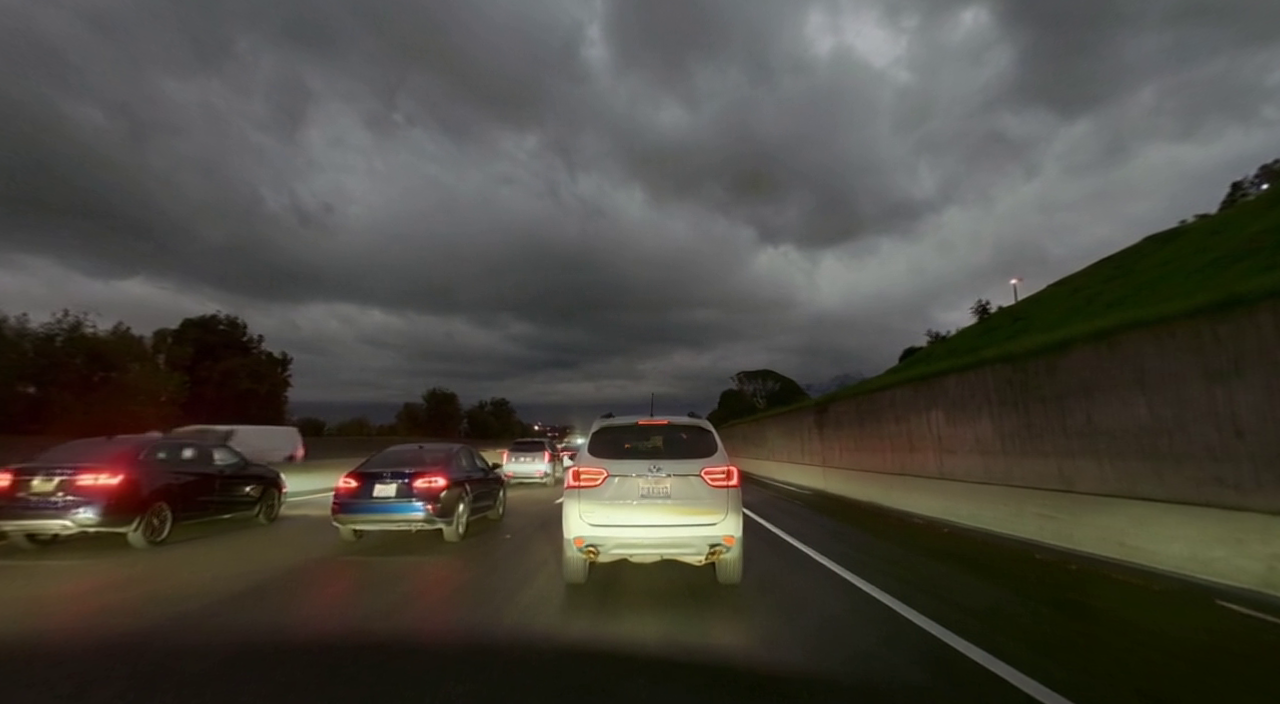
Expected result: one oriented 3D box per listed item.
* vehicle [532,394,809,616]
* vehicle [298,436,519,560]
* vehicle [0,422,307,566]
[{"bbox_3d":[0.207,1.633,7.790,2.210,1.760,5.303,0,-9,-1],"label":"vehicle"},{"bbox_3d":[-3.250,2.121,9.840,1.917,1.506,3.949,0,-9,1],"label":"vehicle"},{"bbox_3d":[-7.479,2.051,9.865,1.986,1.700,4.558,0,-9,1],"label":"vehicle"}]
